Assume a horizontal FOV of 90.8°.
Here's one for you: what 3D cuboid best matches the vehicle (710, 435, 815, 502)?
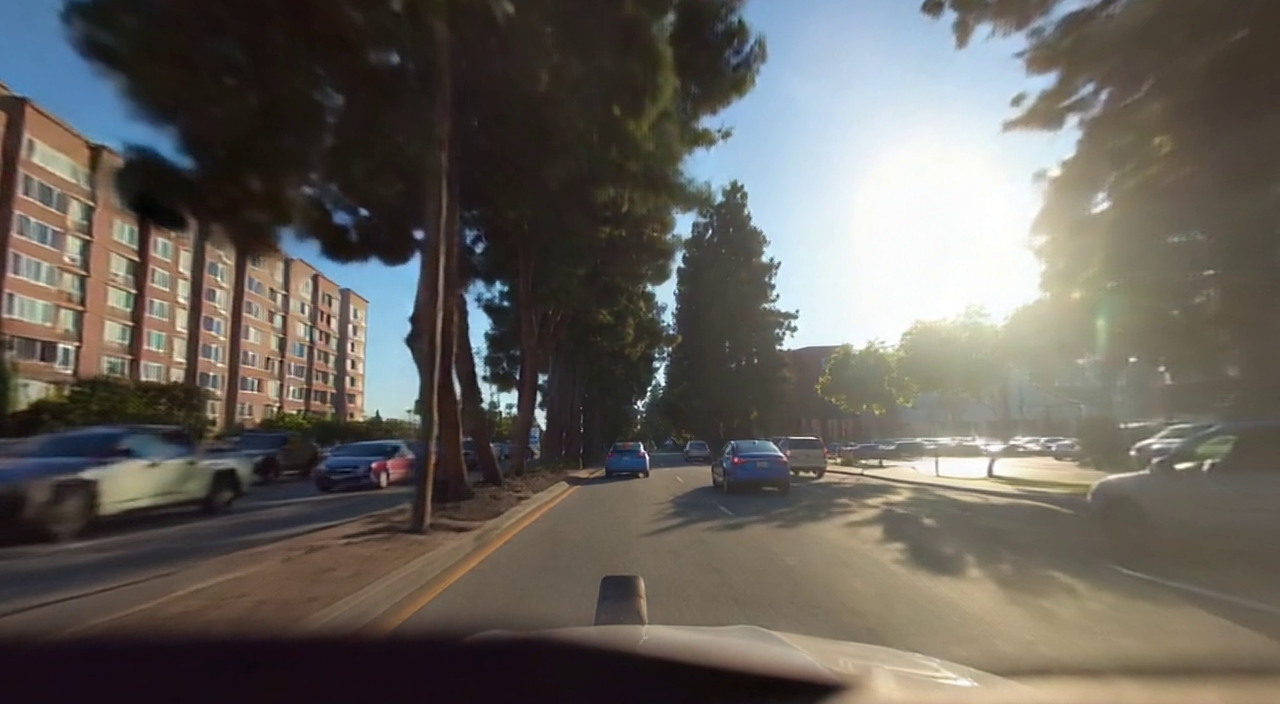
[{"bbox_3d":[3.000,2.943,16.317,1.852,1.498,3.825,0,-9,-2],"label":"vehicle"}]

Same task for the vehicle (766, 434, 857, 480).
[{"bbox_3d":[7.229,4.490,27.361,2.224,1.772,5.325,0,-9,-2],"label":"vehicle"}]

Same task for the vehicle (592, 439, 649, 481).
[{"bbox_3d":[-0.700,4.099,24.151,1.994,1.479,3.647,0,-9,-1],"label":"vehicle"}]

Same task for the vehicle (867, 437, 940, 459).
[{"bbox_3d":[20.534,7.495,49.340,4.697,1.691,2.106,0,-9,-1],"label":"vehicle"}]

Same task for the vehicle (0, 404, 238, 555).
[{"bbox_3d":[-9.003,1.937,10.152,2.043,1.860,4.656,-1,-8,-1],"label":"vehicle"}]

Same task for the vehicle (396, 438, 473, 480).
[{"bbox_3d":[-9.068,4.729,28.279,2.019,1.668,4.433,-1,-8,0],"label":"vehicle"}]

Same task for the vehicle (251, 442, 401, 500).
[{"bbox_3d":[-9.082,3.455,18.853,2.148,1.473,4.709,0,-9,-1],"label":"vehicle"}]

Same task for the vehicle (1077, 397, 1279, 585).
[{"bbox_3d":[7.354,1.368,6.274,2.224,1.815,5.192,0,-9,-1],"label":"vehicle"}]
